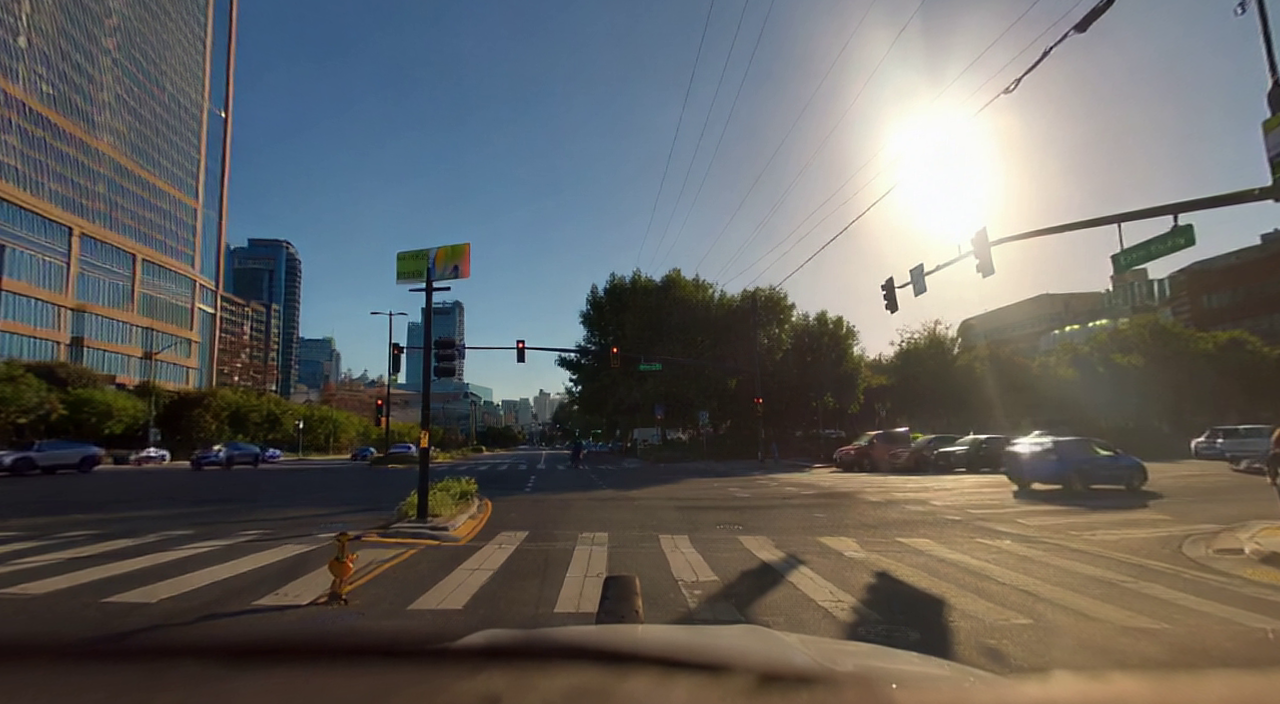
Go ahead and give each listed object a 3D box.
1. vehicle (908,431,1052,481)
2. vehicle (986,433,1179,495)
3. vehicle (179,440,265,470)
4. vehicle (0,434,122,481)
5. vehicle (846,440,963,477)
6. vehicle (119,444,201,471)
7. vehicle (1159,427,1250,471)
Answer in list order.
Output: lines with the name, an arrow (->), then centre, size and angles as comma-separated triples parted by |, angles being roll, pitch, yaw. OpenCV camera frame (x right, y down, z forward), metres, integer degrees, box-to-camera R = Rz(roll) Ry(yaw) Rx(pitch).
vehicle -> 12.928, 3.916, 24.047 | 4.742, 1.762, 2.180 | 3, -9, -22
vehicle -> 12.225, 3.064, 17.551 | 4.312, 1.540, 2.007 | 2, -9, -16
vehicle -> -24.083, 5.954, 36.622 | 2.056, 1.604, 4.436 | 0, -8, -2
vehicle -> -27.023, 4.698, 28.491 | 2.388, 1.858, 6.056 | 0, -8, -2
vehicle -> 11.481, 4.621, 27.562 | 4.317, 1.491, 1.896 | 2, -9, -11
vehicle -> -30.804, 6.765, 40.721 | 2.069, 1.660, 4.302 | 0, -8, -3
vehicle -> 25.645, 4.414, 28.892 | 2.066, 1.821, 4.509 | -5, -10, 29
